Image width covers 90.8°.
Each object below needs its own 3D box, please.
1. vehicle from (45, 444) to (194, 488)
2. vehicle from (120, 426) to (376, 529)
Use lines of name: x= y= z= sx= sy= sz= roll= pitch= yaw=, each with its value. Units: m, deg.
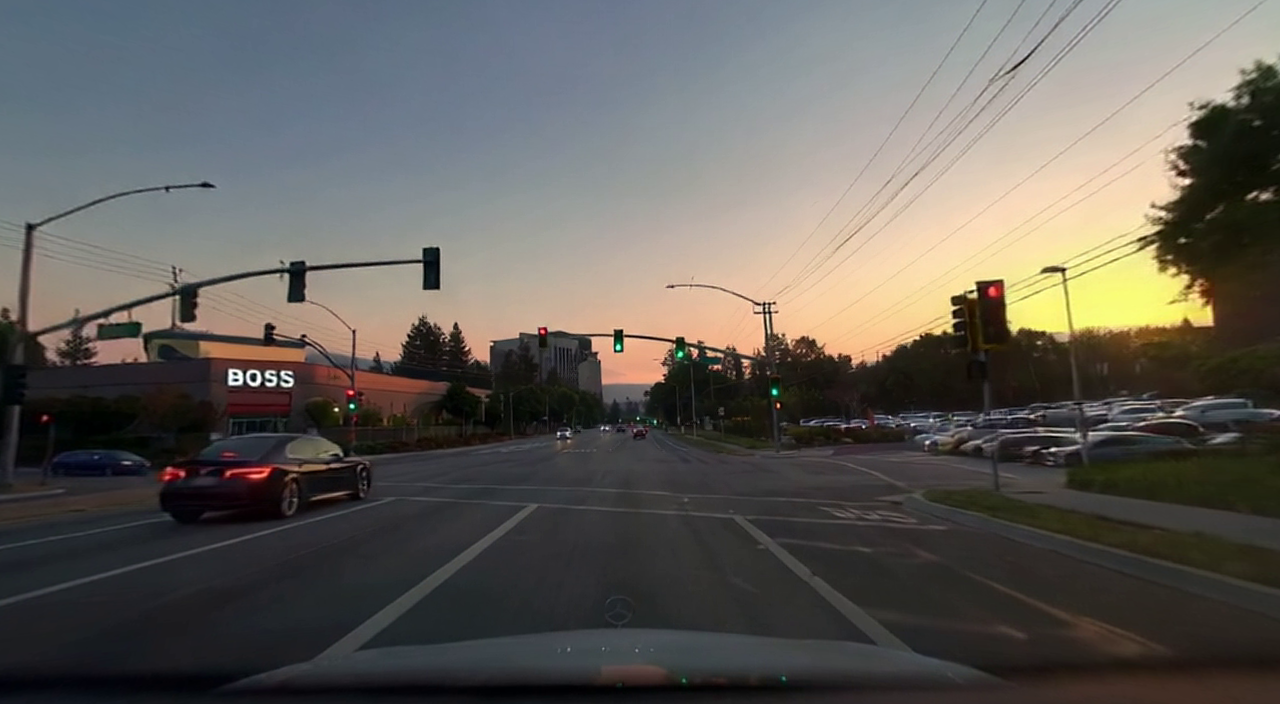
vehicle: x=-22.231 y=4.843 z=27.086 sx=4.722 sy=1.741 sz=2.142 roll=-1 pitch=-8 yaw=8
vehicle: x=-6.473 y=2.097 z=11.155 sx=1.928 sy=1.451 sz=4.219 roll=0 pitch=-8 yaw=-3
